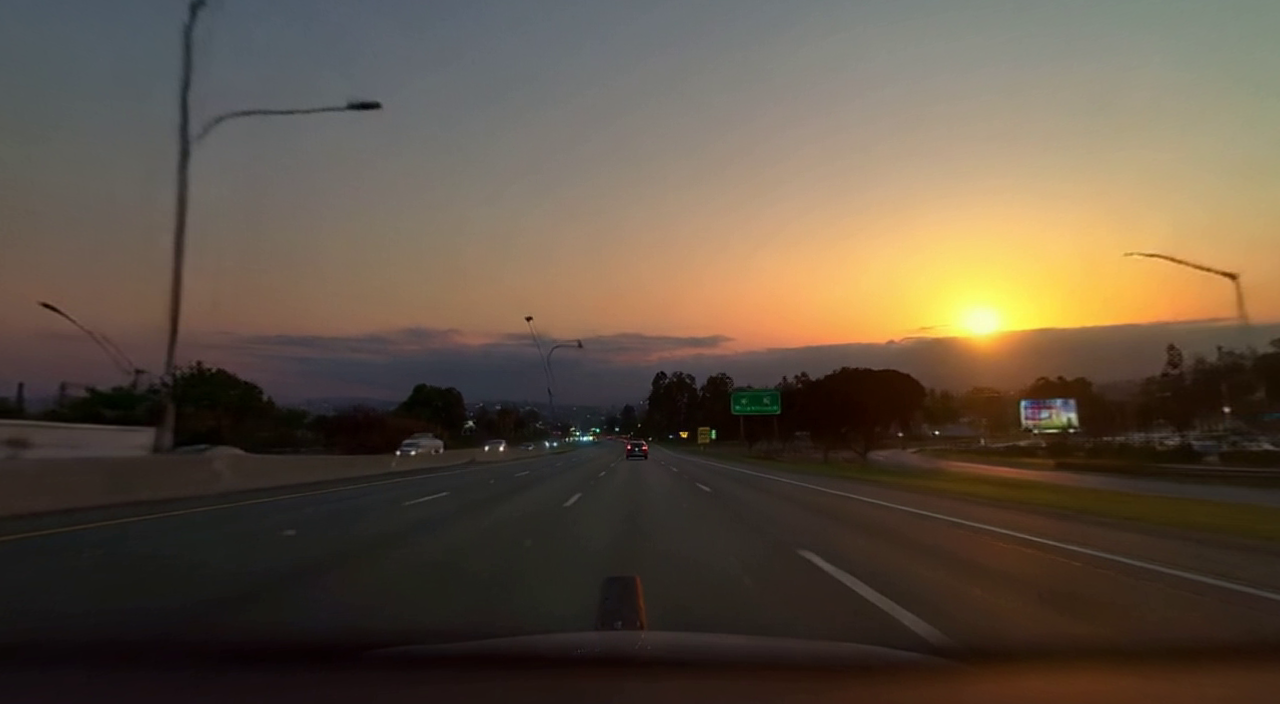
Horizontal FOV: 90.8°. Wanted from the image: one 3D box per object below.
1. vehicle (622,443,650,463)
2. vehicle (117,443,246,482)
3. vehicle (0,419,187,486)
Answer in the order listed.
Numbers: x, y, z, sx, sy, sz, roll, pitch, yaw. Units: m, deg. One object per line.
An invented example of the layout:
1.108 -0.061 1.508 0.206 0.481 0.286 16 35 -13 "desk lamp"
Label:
-0.352 7.719 48.449 2.025 1.460 4.189 0 -8 -2 "vehicle"
-21.018 5.056 29.291 2.233 1.644 4.988 0 -8 0 "vehicle"
-28.630 5.203 33.057 2.850 2.964 9.507 0 -8 0 "vehicle"
